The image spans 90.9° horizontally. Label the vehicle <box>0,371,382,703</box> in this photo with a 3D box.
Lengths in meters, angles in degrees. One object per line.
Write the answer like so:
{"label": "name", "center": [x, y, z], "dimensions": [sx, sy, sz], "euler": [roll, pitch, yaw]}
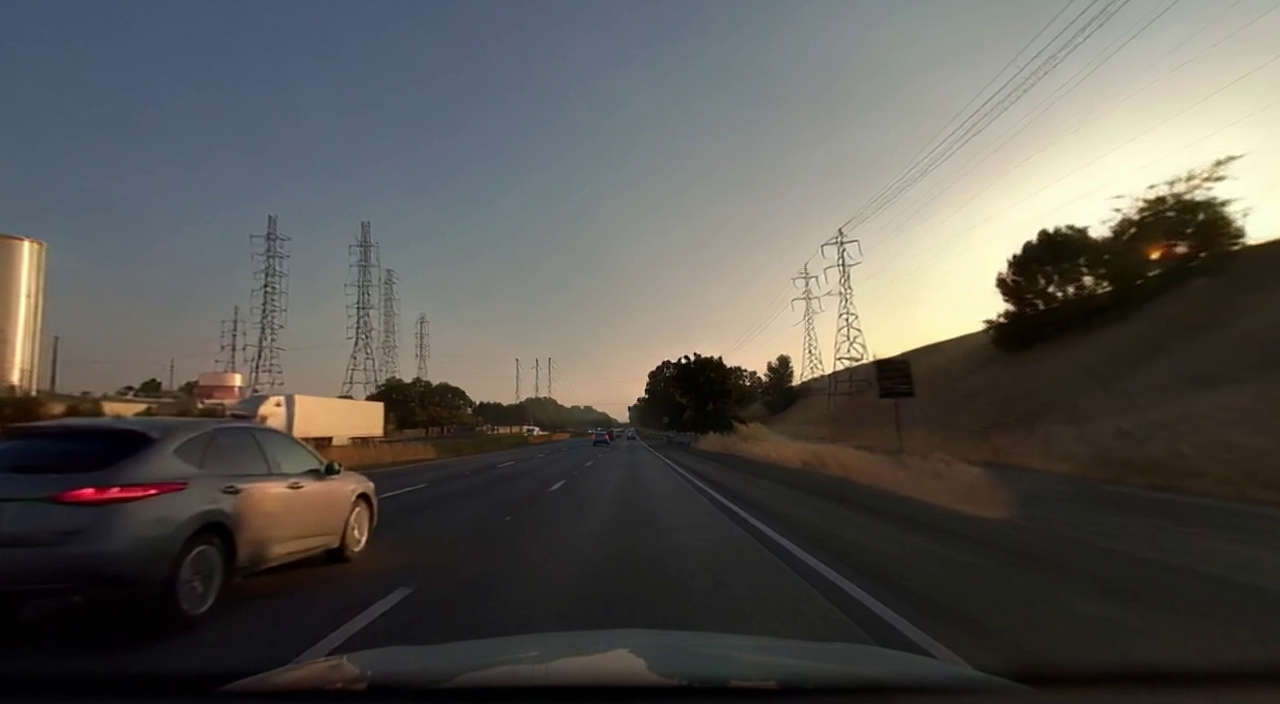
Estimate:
{"label": "vehicle", "center": [-3.977, 1.172, 5.116], "dimensions": [2.023, 1.621, 4.174], "euler": [0, -8, -1]}
